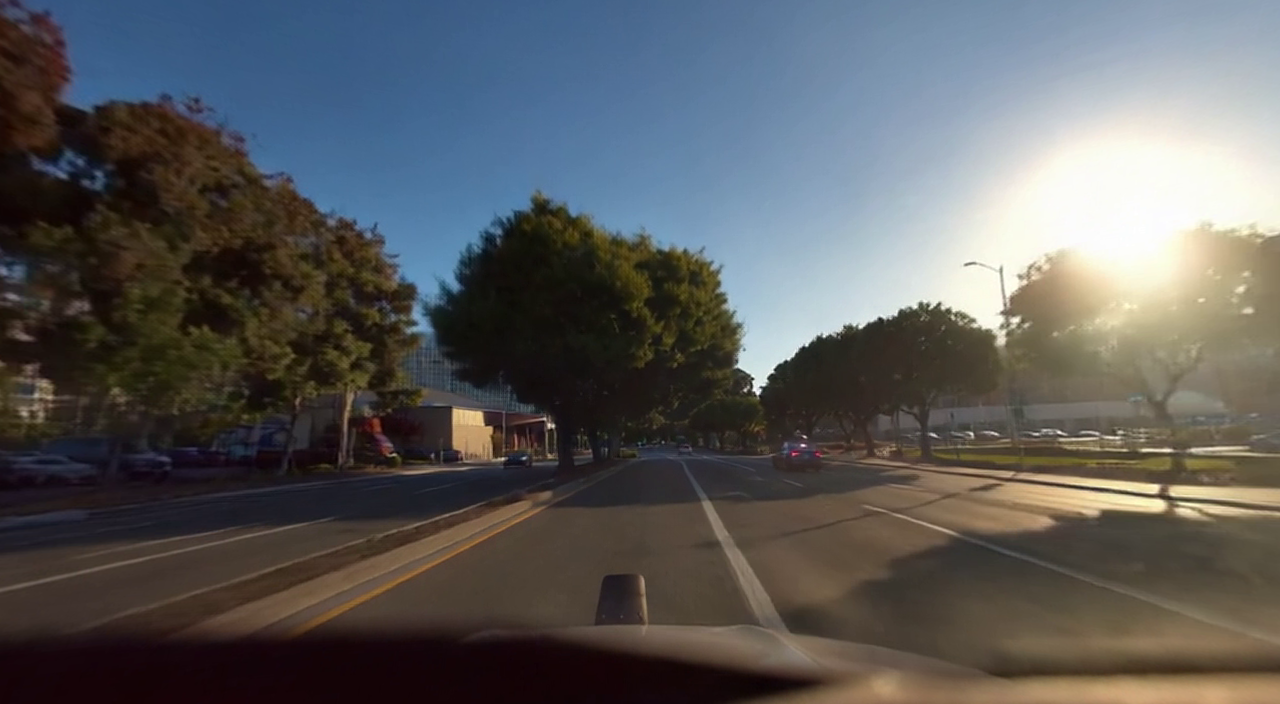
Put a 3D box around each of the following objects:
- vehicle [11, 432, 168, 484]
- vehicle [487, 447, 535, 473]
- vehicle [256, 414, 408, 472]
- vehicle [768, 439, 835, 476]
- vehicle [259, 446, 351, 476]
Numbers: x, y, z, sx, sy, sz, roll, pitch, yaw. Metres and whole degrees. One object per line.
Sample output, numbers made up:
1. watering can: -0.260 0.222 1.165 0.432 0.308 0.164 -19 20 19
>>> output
1. vehicle: -26.353 5.104 30.393 5.472 2.114 2.482 -3 -9 5
2. vehicle: -7.948 6.675 39.319 1.865 1.503 4.375 -1 -8 3
3. vehicle: -19.797 5.901 40.976 8.324 3.550 2.670 0 -9 1
4. vehicle: 7.644 5.038 30.354 2.181 1.639 4.127 0 -8 1
5. vehicle: -18.737 6.096 35.405 4.259 1.396 1.815 -4 -8 6
